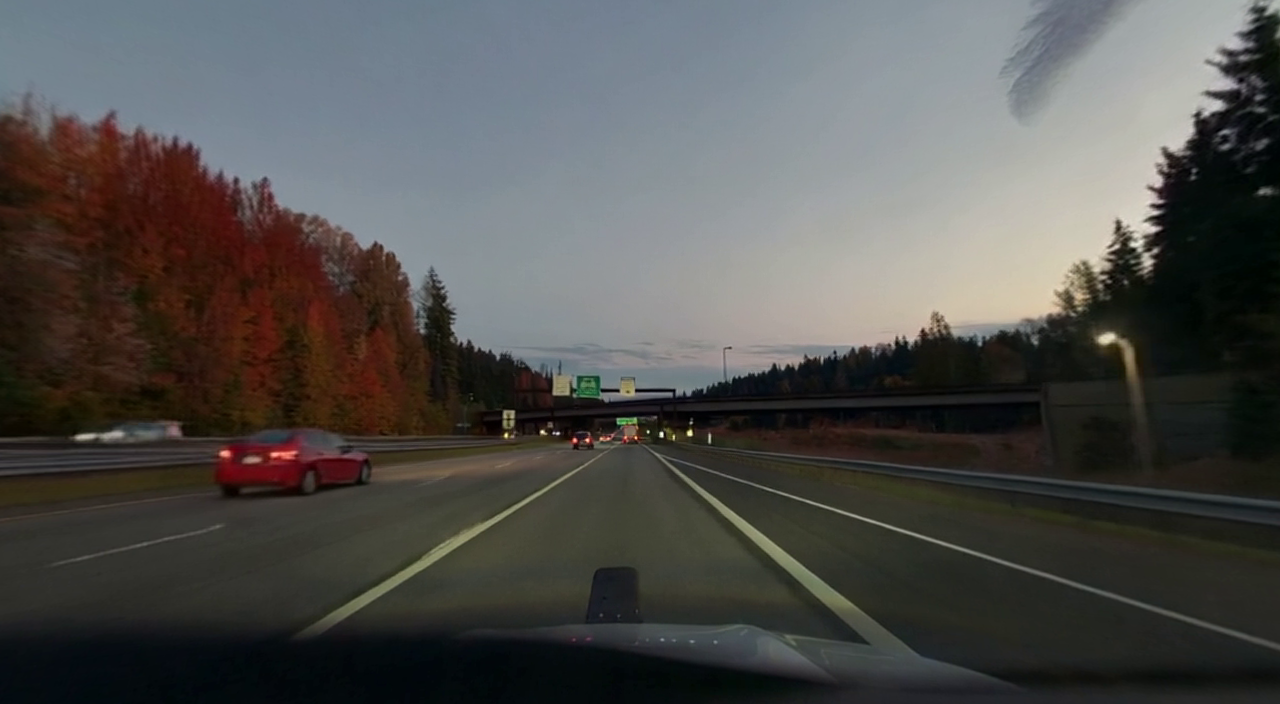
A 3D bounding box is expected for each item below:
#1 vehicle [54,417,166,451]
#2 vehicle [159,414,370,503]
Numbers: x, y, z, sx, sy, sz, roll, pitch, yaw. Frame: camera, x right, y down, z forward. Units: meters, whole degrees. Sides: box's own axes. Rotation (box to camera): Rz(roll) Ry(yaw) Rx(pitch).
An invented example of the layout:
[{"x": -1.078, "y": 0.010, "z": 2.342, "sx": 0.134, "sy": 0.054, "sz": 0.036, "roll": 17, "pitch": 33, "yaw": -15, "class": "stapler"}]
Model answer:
[{"x": -26.108, "y": 4.083, "z": 31.174, "sx": 1.962, "sy": 1.542, "sz": 4.111, "roll": 0, "pitch": -8, "yaw": 0, "class": "vehicle"}, {"x": -8.157, "y": 2.340, "z": 14.314, "sx": 1.987, "sy": 1.677, "sz": 4.580, "roll": 0, "pitch": -8, "yaw": -1, "class": "vehicle"}]
